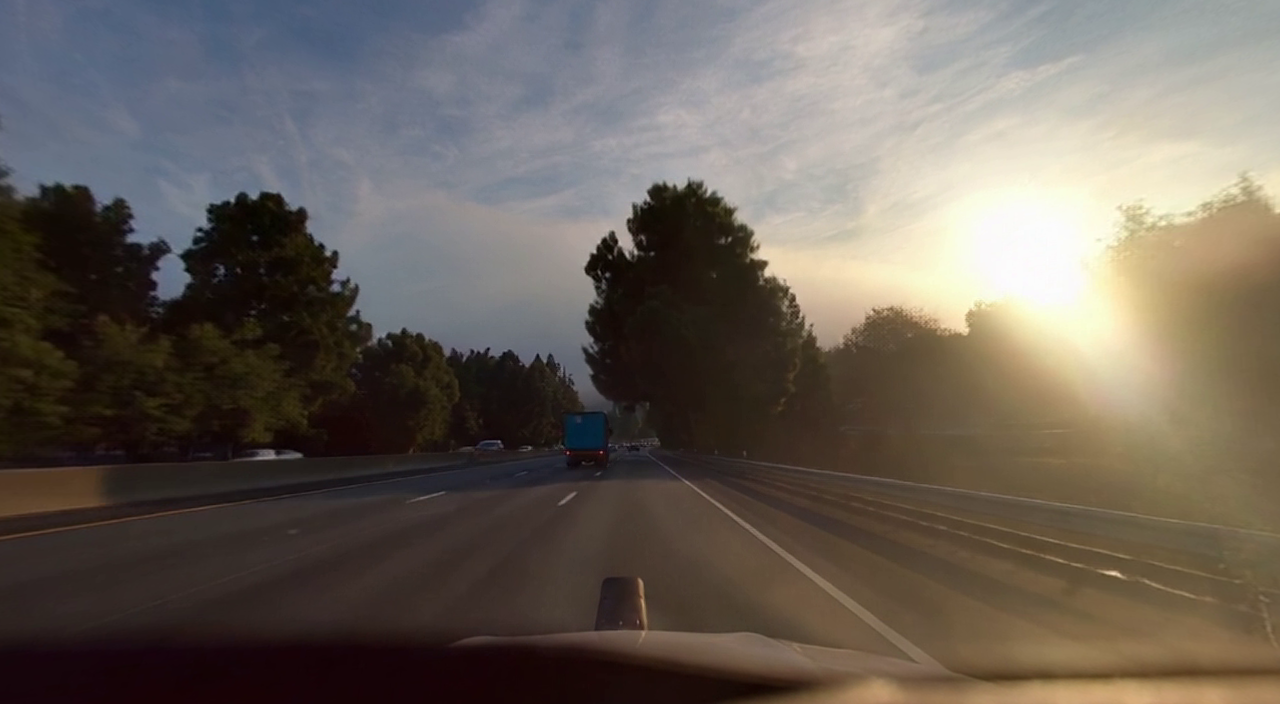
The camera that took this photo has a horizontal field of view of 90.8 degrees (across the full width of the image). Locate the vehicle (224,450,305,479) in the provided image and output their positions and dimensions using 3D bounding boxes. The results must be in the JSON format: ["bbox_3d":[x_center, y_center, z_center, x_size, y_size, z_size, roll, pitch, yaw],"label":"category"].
[{"bbox_3d":[-21.334,6.382,36.086,1.915,1.525,4.408,0,-9,0],"label":"vehicle"}]

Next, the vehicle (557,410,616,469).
[{"bbox_3d":[-3.191,5.563,39.910,2.874,3.309,8.208,0,-8,1],"label":"vehicle"}]
